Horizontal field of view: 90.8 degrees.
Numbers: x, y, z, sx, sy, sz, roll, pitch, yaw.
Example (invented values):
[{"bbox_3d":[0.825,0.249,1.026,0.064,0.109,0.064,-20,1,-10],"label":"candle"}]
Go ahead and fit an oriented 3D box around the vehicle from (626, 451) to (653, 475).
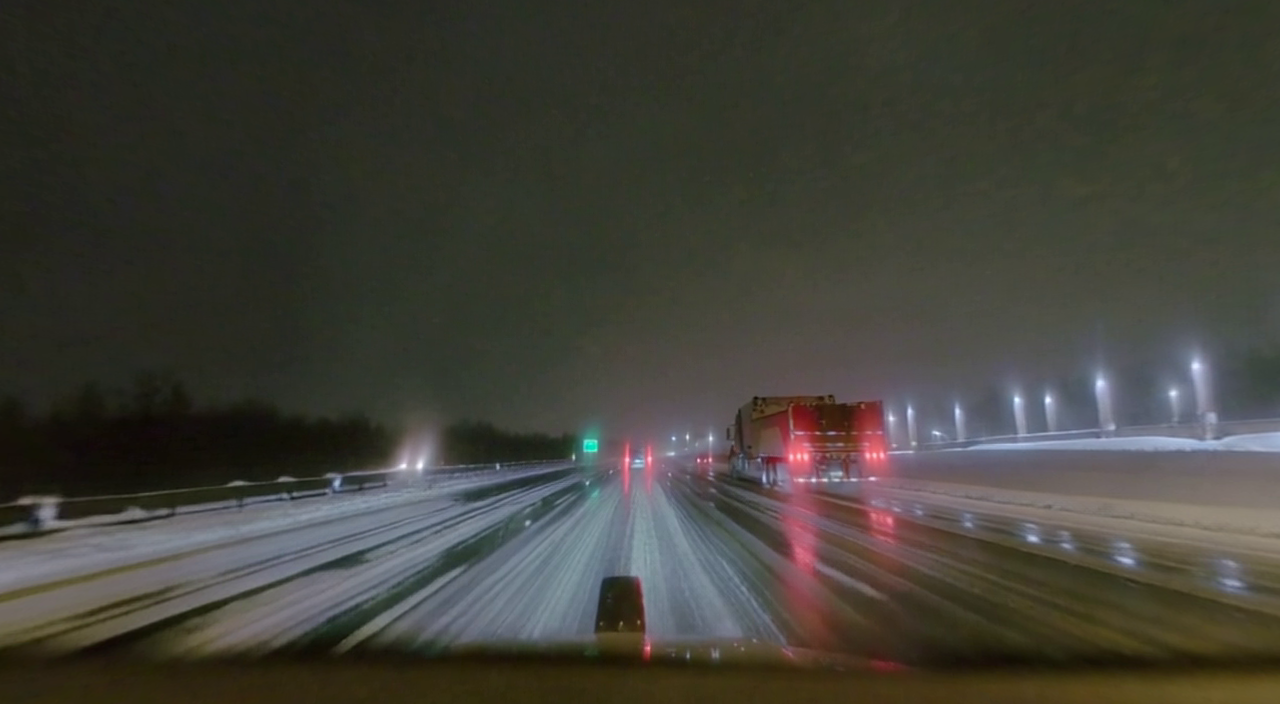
[{"bbox_3d":[-0.032,7.180,40.872,1.695,1.437,3.506,0,-9,0],"label":"vehicle"}]
